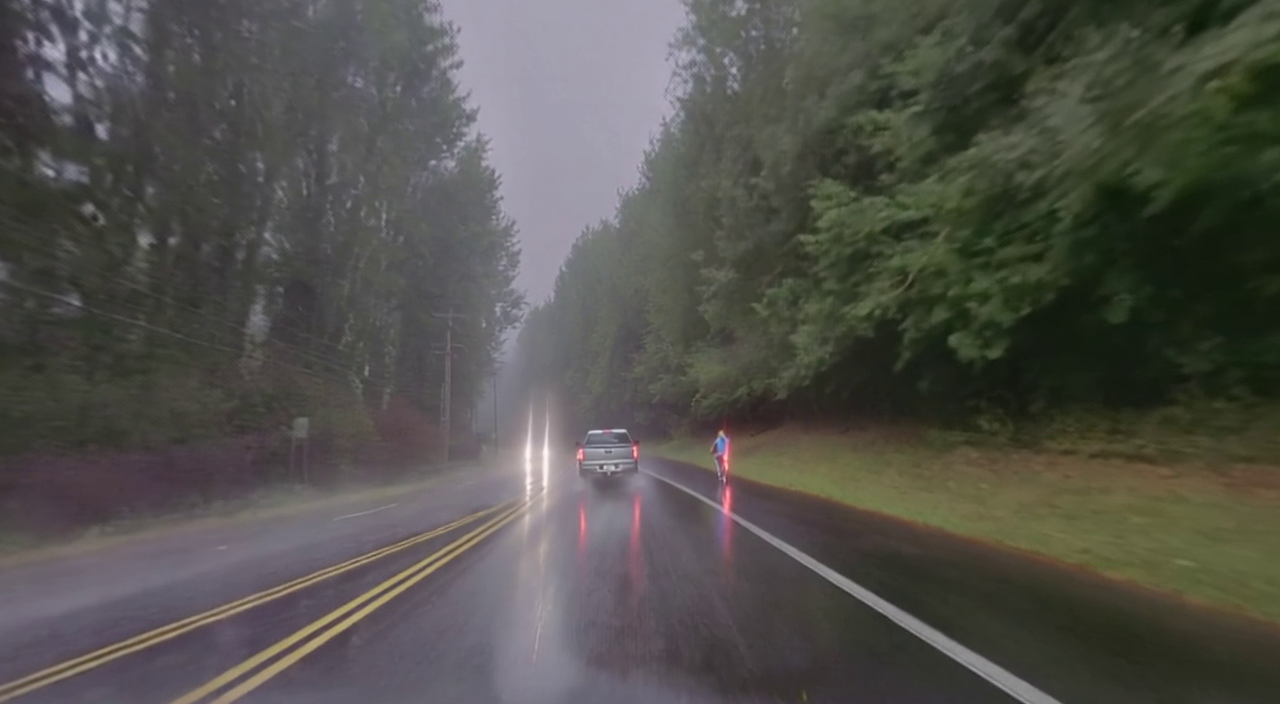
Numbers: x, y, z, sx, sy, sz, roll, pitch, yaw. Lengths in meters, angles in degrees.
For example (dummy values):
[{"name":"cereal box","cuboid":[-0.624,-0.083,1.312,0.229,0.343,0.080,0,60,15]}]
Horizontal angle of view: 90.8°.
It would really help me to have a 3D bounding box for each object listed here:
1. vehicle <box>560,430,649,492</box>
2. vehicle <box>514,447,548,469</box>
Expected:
[{"name":"vehicle","cuboid":[-1.156,3.638,21.467,2.631,1.798,5.331,0,-8,-2]},{"name":"vehicle","cuboid":[-8.276,8.043,48.245,2.118,1.513,4.602,0,-8,-5]}]
